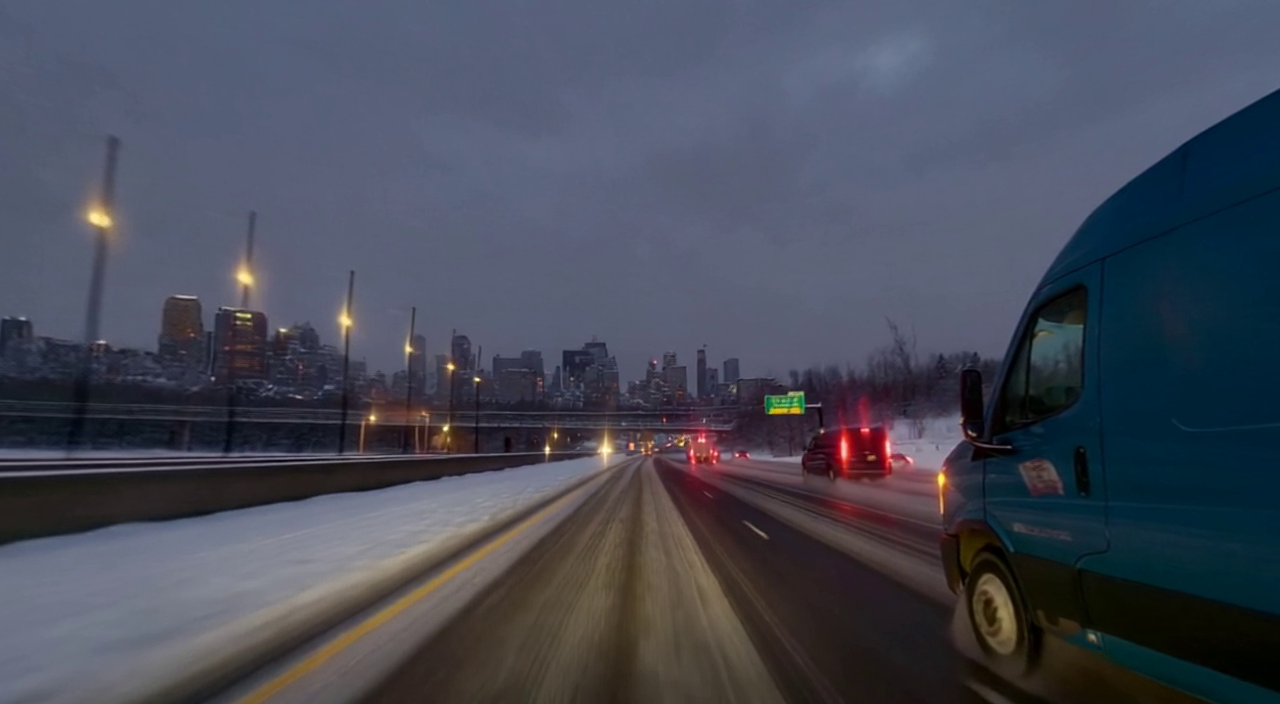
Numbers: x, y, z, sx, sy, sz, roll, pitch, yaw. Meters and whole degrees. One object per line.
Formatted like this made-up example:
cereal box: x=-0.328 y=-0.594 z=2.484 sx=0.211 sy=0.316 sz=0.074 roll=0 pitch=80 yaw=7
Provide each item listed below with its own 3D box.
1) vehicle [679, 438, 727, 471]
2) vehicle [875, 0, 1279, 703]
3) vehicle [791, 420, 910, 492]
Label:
vehicle: x=4.065 y=6.715 z=41.614 sx=2.464 sy=1.961 sz=5.520 roll=0 pitch=-8 yaw=-1
vehicle: x=3.173 y=0.231 z=1.648 sx=2.436 sy=2.745 sz=7.034 roll=0 pitch=-8 yaw=1
vehicle: x=7.210 y=3.630 z=22.354 sx=2.301 sy=2.203 sz=5.419 roll=0 pitch=-8 yaw=0
